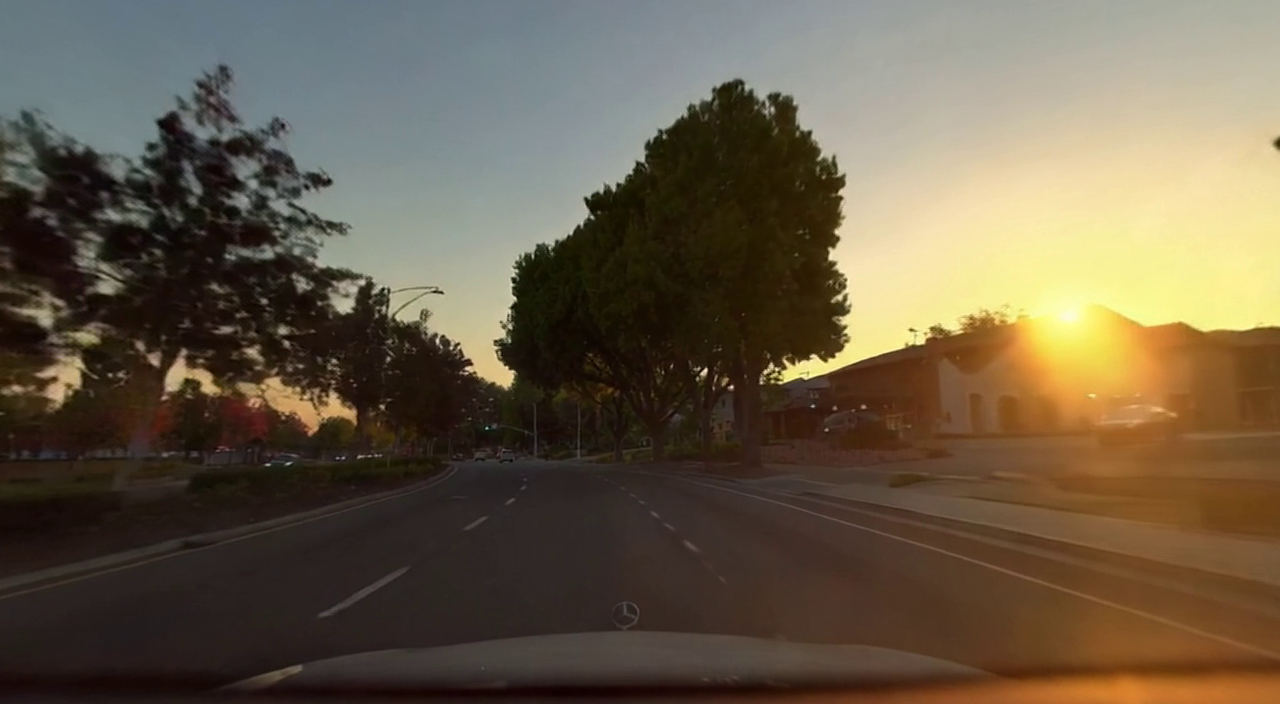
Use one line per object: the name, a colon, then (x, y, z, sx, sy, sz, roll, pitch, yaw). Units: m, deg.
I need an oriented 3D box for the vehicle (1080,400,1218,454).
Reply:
vehicle: (19.734, 2.967, 24.478, 4.802, 1.900, 2.373, 5, -10, -30)

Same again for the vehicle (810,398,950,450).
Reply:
vehicle: (14.195, 4.474, 38.087, 2.757, 2.765, 7.526, 6, -11, -35)
